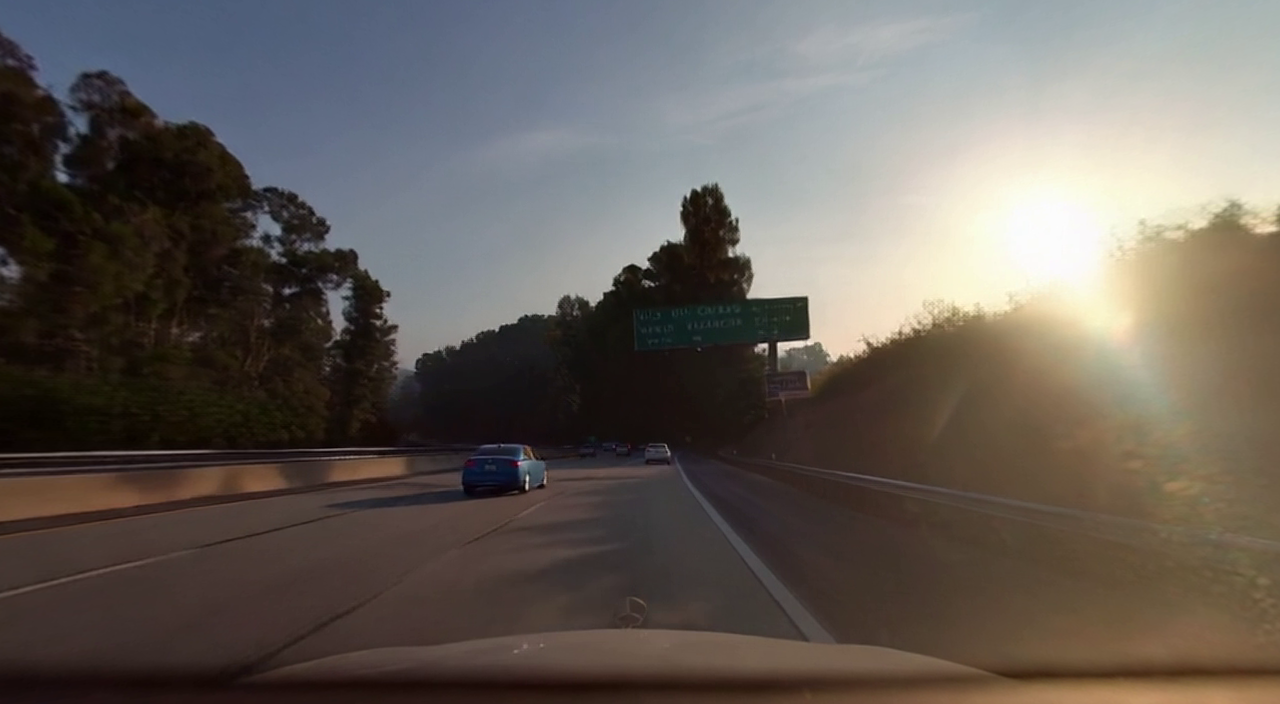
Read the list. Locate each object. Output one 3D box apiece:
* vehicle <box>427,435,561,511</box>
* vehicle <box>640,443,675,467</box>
[{"bbox_3d":[-3.228,2.770,14.992,2.024,1.531,4.431,0,-8,1],"label":"vehicle"},{"bbox_3d":[1.166,6.546,40.297,2.113,1.464,4.073,0,-8,3],"label":"vehicle"}]
